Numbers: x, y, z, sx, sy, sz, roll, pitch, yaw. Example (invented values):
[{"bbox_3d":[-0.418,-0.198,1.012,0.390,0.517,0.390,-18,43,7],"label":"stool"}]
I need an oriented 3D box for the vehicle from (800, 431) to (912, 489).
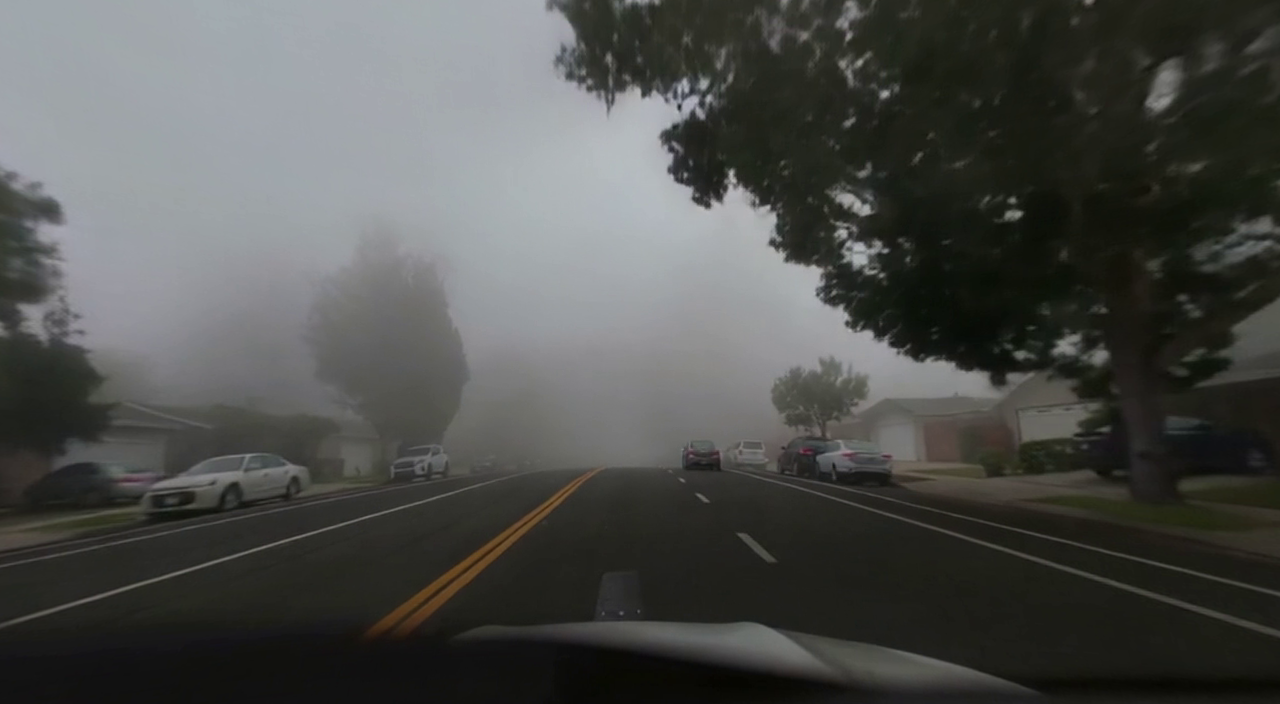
[{"bbox_3d":[7.496,3.798,22.562,2.071,1.793,5.072,0,-8,-1],"label":"vehicle"}]

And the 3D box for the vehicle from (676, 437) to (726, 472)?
[{"bbox_3d":[3.027,5.185,32.195,1.951,1.620,4.582,0,-8,-2],"label":"vehicle"}]

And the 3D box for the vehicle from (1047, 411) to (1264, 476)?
[{"bbox_3d":[14.556,2.598,18.016,4.630,1.738,1.943,1,-8,-5],"label":"vehicle"}]

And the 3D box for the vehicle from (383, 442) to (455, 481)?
[{"bbox_3d":[-11.584,5.749,33.478,2.181,1.920,4.570,0,-8,0],"label":"vehicle"}]

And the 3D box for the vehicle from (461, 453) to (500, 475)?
[{"bbox_3d":[-11.725,8.201,46.625,1.809,1.476,4.423,0,-8,-2],"label":"vehicle"}]

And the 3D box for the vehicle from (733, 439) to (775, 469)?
[{"bbox_3d":[7.558,6.800,42.155,1.873,1.867,4.673,0,-8,0],"label":"vehicle"}]

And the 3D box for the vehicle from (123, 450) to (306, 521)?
[{"bbox_3d":[-11.549,3.593,17.671,1.953,1.649,4.648,0,-8,-1],"label":"vehicle"}]
